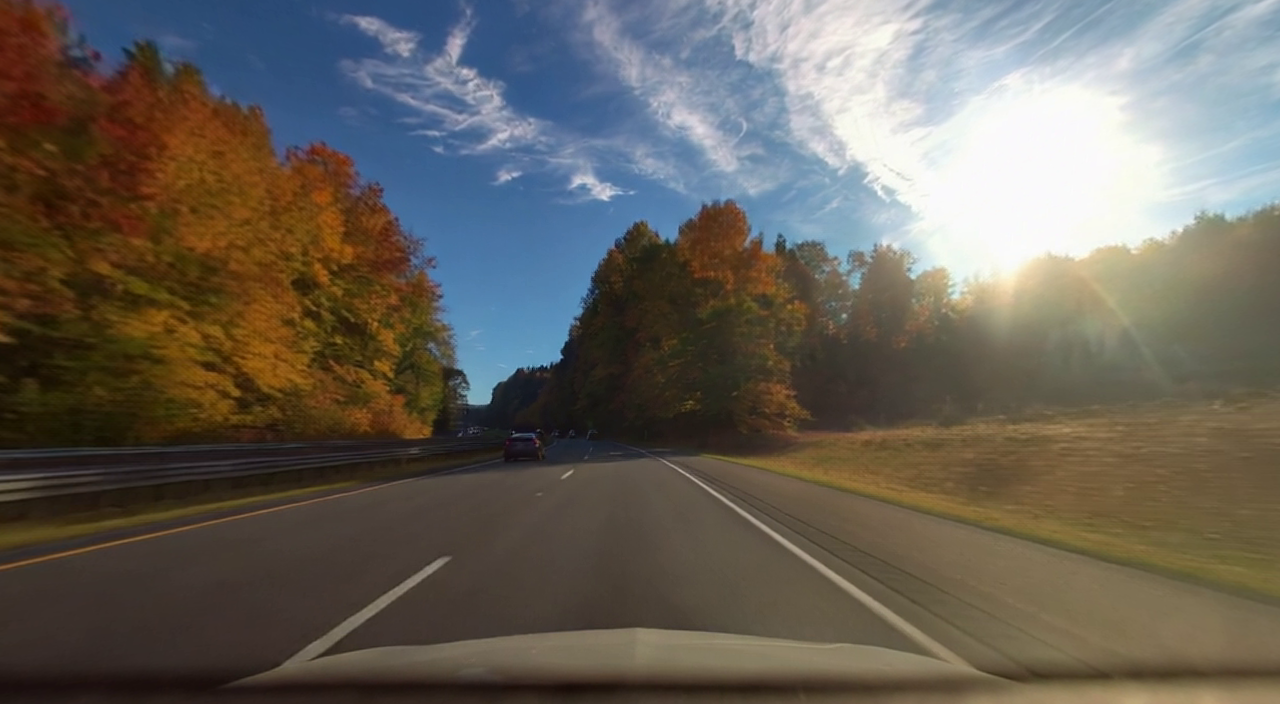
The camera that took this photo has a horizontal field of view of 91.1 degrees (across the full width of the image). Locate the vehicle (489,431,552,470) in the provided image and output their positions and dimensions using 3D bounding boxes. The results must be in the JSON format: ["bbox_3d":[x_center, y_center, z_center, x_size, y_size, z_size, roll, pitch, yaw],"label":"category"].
[{"bbox_3d":[-5.207,4.344,28.047,2.073,1.559,4.393,0,-8,-2],"label":"vehicle"}]
